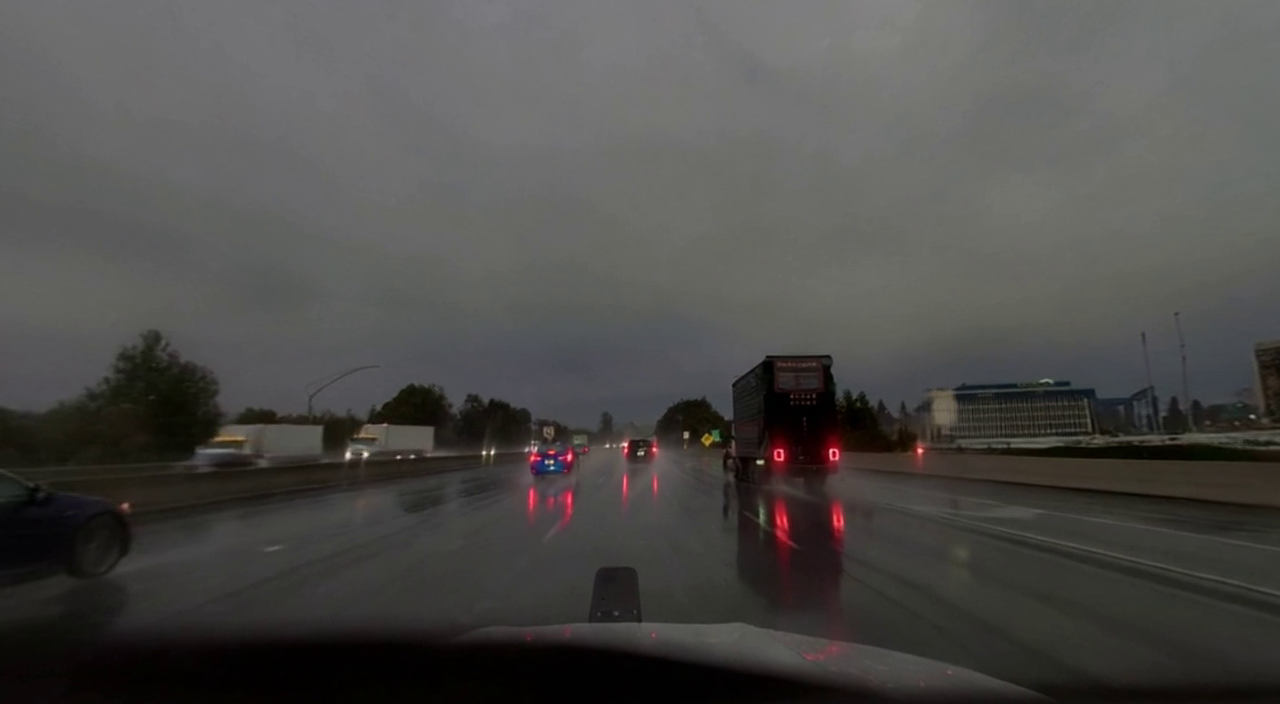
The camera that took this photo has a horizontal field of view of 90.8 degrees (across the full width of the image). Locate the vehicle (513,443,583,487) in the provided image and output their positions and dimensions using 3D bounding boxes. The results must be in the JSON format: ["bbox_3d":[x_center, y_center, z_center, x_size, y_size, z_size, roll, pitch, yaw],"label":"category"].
[{"bbox_3d":[-3.143,3.968,22.517,1.864,1.406,4.544,0,-9,0],"label":"vehicle"}]

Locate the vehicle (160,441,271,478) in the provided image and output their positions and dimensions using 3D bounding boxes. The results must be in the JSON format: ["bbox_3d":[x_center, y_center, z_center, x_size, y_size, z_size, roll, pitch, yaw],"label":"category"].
[{"bbox_3d":[-20.106,5.086,30.227,2.082,1.605,4.641,0,-9,0],"label":"vehicle"}]

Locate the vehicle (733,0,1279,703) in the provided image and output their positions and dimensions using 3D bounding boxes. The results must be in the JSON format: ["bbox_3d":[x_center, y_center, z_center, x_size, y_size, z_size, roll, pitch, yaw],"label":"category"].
[{"bbox_3d":[3.716,0.417,7.885,2.876,4.086,15.117,0,-9,0],"label":"vehicle"}]

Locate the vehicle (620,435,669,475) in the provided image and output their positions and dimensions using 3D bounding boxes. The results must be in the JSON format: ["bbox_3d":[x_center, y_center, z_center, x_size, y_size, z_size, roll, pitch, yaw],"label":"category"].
[{"bbox_3d":[0.184,4.994,30.857,2.203,1.805,4.358,0,-9,-1],"label":"vehicle"}]

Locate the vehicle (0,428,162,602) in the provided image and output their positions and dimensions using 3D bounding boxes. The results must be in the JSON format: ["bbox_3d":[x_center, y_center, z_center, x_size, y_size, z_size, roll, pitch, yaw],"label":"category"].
[{"bbox_3d":[-6.471,1.301,4.823,2.053,1.464,4.600,0,-9,0],"label":"vehicle"}]

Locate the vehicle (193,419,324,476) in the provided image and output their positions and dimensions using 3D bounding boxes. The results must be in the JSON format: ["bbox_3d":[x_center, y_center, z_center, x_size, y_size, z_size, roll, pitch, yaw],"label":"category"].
[{"bbox_3d":[-23.940,6.108,40.405,3.070,3.247,8.603,0,-9,-1],"label":"vehicle"}]
